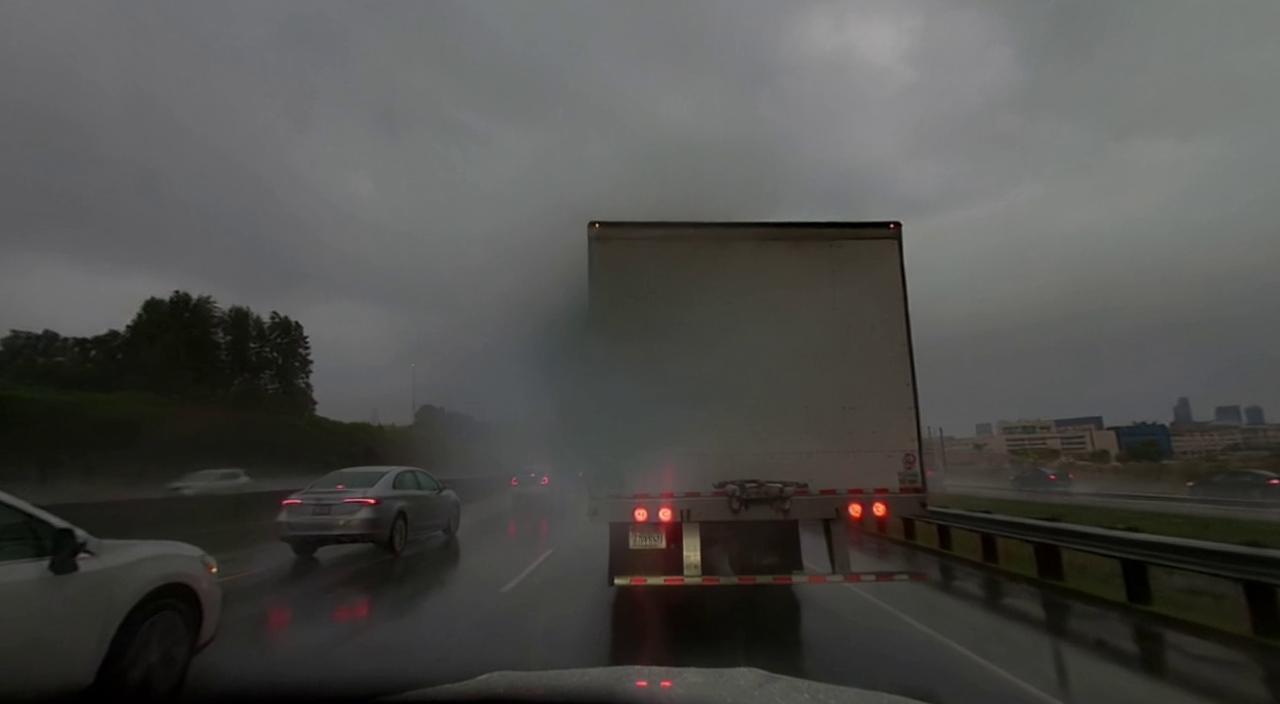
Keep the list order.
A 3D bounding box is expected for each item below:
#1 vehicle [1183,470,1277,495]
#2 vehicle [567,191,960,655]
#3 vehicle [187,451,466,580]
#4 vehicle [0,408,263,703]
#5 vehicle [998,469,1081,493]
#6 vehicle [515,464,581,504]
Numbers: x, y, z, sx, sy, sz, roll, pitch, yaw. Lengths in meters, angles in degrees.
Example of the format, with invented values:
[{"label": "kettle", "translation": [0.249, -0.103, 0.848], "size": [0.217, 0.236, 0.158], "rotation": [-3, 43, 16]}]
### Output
[{"label": "vehicle", "translation": [37.084, 8.182, 39.672], "size": [3.974, 1.485, 1.709], "rotation": [0, -11, 6]}, {"label": "vehicle", "translation": [0.847, 1.232, 9.126], "size": [2.831, 3.529, 8.689], "rotation": [1, -11, -1]}, {"label": "vehicle", "translation": [-4.300, 2.337, 9.656], "size": [1.946, 1.469, 4.431], "rotation": [1, -11, 0]}, {"label": "vehicle", "translation": [-3.465, 0.826, 1.635], "size": [1.983, 1.509, 4.679], "rotation": [0, -11, 1]}, {"label": "vehicle", "translation": [26.336, 8.514, 41.722], "size": [4.299, 1.465, 1.807], "rotation": [-4, -11, 22]}, {"label": "vehicle", "translation": [-3.700, 5.431, 26.121], "size": [1.964, 1.482, 4.371], "rotation": [0, -11, 2]}]
